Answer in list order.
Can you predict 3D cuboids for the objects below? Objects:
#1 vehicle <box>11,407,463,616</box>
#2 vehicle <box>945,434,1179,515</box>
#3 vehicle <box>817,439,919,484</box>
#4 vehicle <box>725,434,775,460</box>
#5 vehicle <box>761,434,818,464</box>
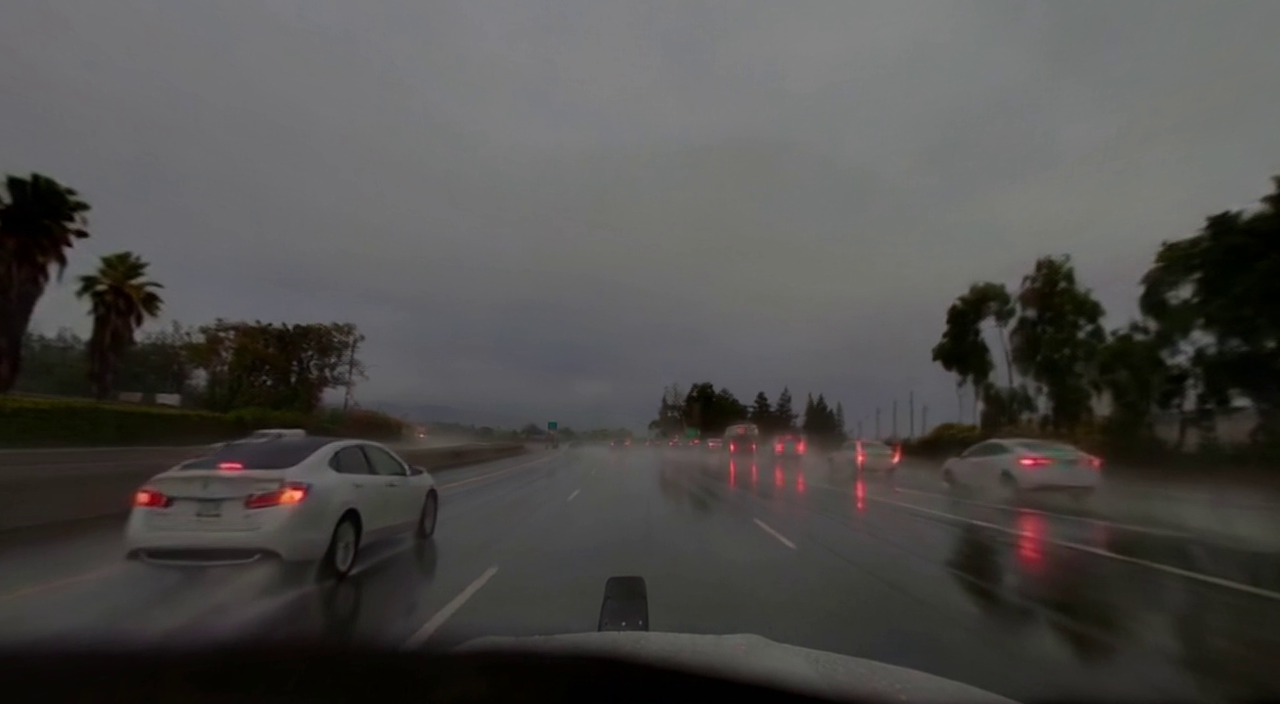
[{"bbox_3d":[-3.609,1.495,6.858,2.109,1.536,4.174,0,-8,0],"label":"vehicle"},{"bbox_3d":[8.860,2.589,13.903,1.922,1.456,4.626,0,-8,-1],"label":"vehicle"},{"bbox_3d":[8.300,4.008,23.444,1.984,1.477,4.385,0,-8,-2],"label":"vehicle"},{"bbox_3d":[7.598,6.664,44.350,2.345,1.637,5.558,0,-8,-2],"label":"vehicle"},{"bbox_3d":[8.370,5.482,35.785,1.957,1.584,4.272,0,-8,-4],"label":"vehicle"}]
